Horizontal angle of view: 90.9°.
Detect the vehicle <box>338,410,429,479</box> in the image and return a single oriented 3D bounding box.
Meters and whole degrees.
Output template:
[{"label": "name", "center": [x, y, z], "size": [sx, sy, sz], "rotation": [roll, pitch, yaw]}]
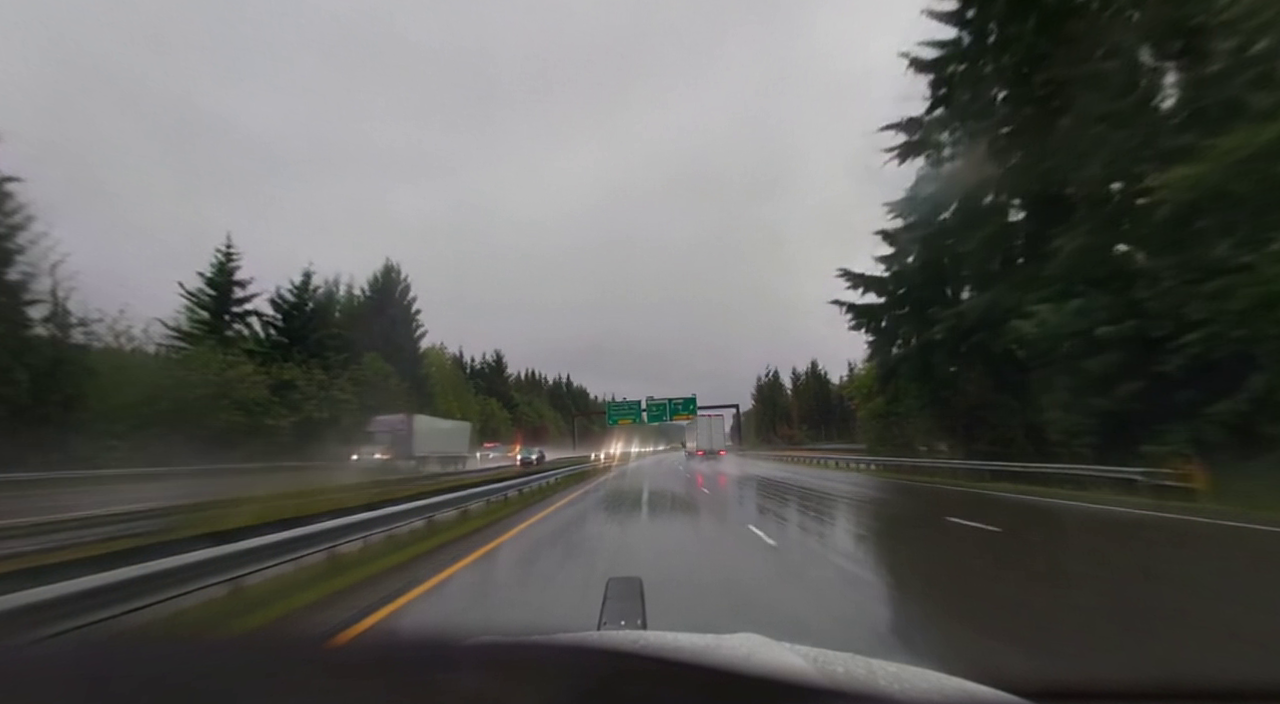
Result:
[{"label": "vehicle", "center": [-15.957, 5.868, 39.764], "size": [2.992, 4.002, 5.884], "rotation": [0, -9, 1]}]
